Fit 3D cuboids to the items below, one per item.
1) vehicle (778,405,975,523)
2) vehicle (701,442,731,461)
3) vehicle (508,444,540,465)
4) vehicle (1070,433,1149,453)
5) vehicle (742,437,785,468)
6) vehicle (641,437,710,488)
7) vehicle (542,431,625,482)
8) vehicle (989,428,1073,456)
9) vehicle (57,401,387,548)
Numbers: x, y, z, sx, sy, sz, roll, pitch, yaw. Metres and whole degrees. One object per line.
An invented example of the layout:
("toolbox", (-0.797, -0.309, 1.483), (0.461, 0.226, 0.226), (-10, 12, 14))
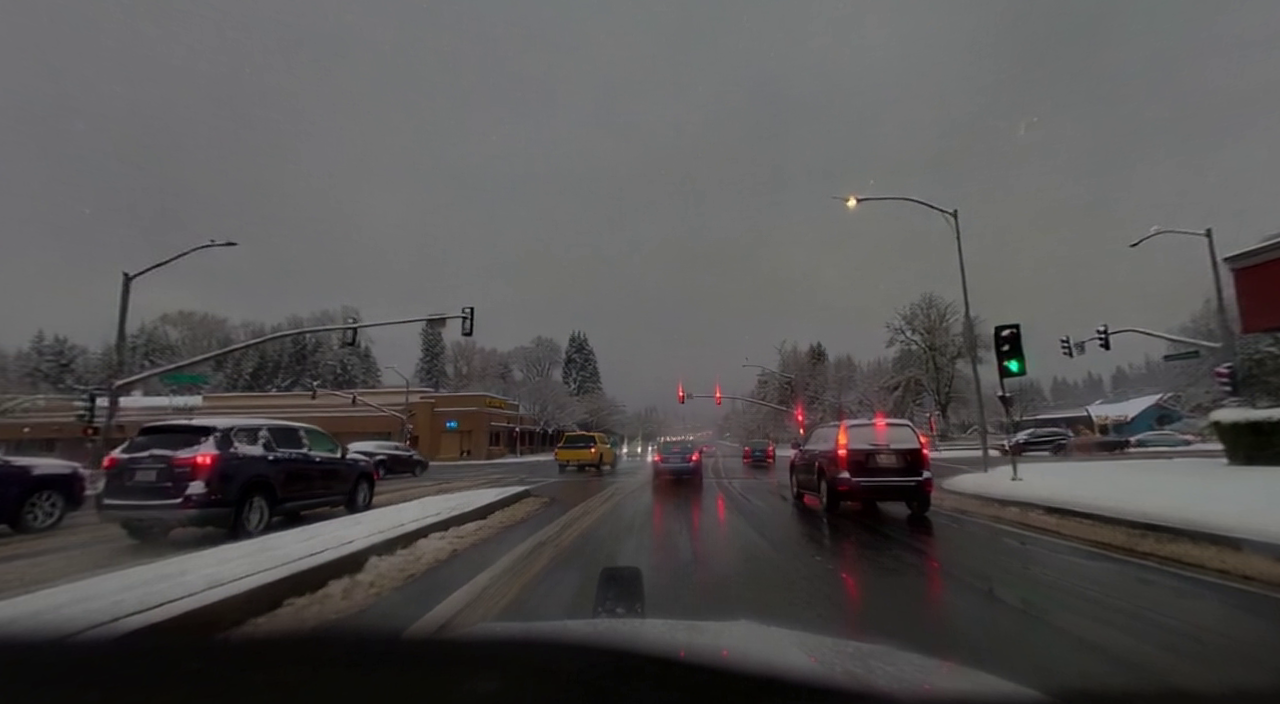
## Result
("vehicle", (4.467, 2.225, 13.048), (2.267, 1.931, 5.145), (-1, -8, 3))
("vehicle", (5.887, 7.679, 48.710), (1.956, 1.369, 3.686), (-2, -9, 12))
("vehicle", (-8.490, 7.397, 45.806), (1.918, 1.443, 4.612), (2, -9, -14))
("vehicle", (36.914, 7.160, 49.815), (4.517, 1.491, 1.858), (-2, -9, 12))
("vehicle", (6.702, 5.476, 34.597), (2.149, 1.532, 4.168), (-2, -8, 9))
("vehicle", (1.256, 3.598, 20.859), (2.057, 1.492, 3.825), (-1, -8, 6))
("vehicle", (-2.060, 4.044, 24.693), (2.088, 1.746, 4.650), (-2, -9, 10))
("vehicle", (27.786, 6.414, 45.052), (4.557, 1.848, 2.008), (-2, -9, 11))
("vehicle", (-6.429, 1.940, 10.639), (2.127, 1.888, 4.637), (-1, -8, 4))
